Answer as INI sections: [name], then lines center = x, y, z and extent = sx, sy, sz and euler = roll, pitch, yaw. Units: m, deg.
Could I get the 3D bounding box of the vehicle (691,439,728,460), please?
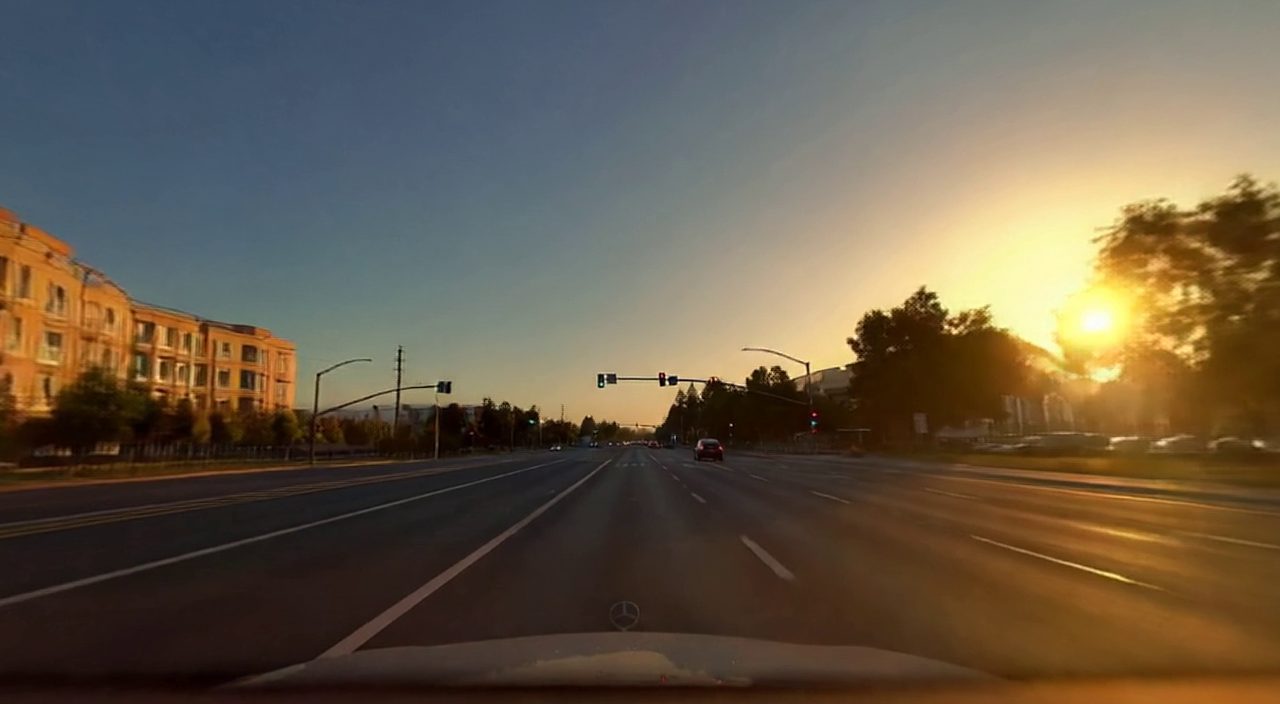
[vehicle]
center = 5.118, 7.315, 47.253
extent = 2.187, 1.475, 4.529
euler = 0, -9, -1
